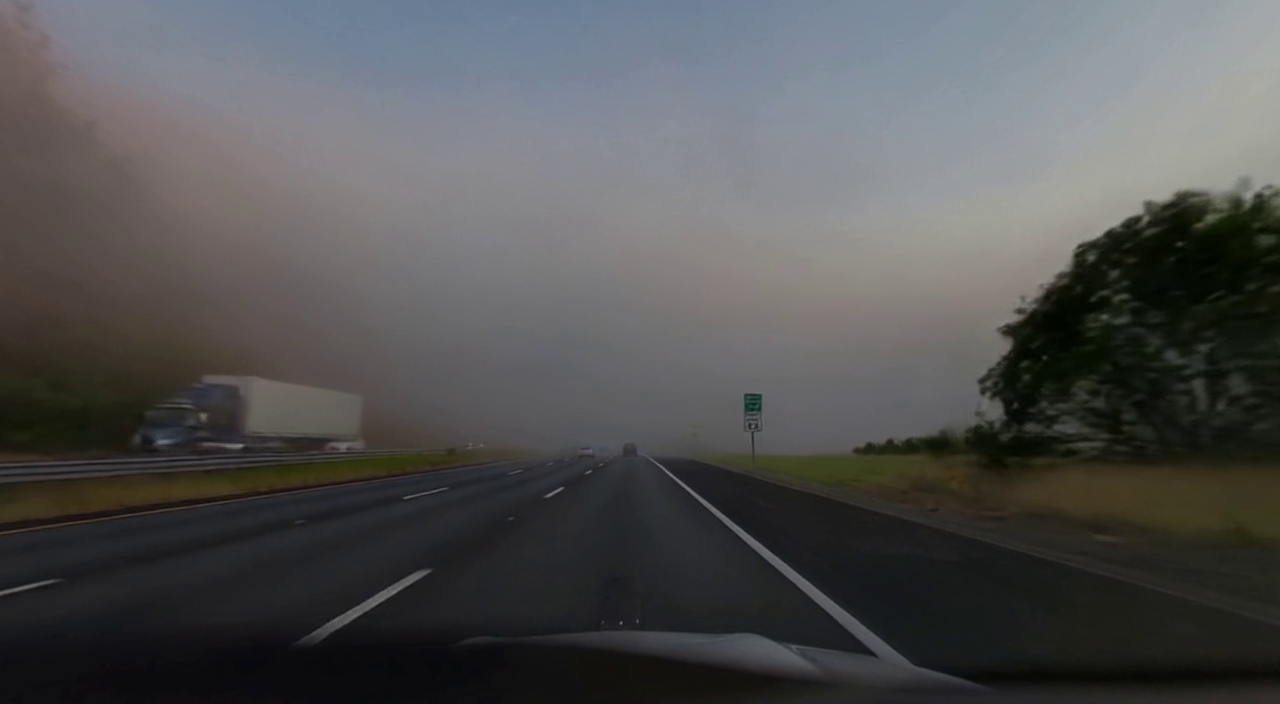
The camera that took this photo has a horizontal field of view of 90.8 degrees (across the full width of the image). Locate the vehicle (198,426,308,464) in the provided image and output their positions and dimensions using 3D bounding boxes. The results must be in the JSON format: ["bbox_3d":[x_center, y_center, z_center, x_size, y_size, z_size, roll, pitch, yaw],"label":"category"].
[{"bbox_3d":[-16.384,3.999,27.033,1.890,1.485,4.491,0,-9,-1],"label":"vehicle"}]

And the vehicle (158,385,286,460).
[{"bbox_3d":[-23.807,4.209,36.464,3.000,3.916,6.299,0,-9,-1],"label":"vehicle"}]

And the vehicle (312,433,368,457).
[{"bbox_3d":[-19.973,6.238,42.155,1.881,1.480,3.938,0,-9,-1],"label":"vehicle"}]
